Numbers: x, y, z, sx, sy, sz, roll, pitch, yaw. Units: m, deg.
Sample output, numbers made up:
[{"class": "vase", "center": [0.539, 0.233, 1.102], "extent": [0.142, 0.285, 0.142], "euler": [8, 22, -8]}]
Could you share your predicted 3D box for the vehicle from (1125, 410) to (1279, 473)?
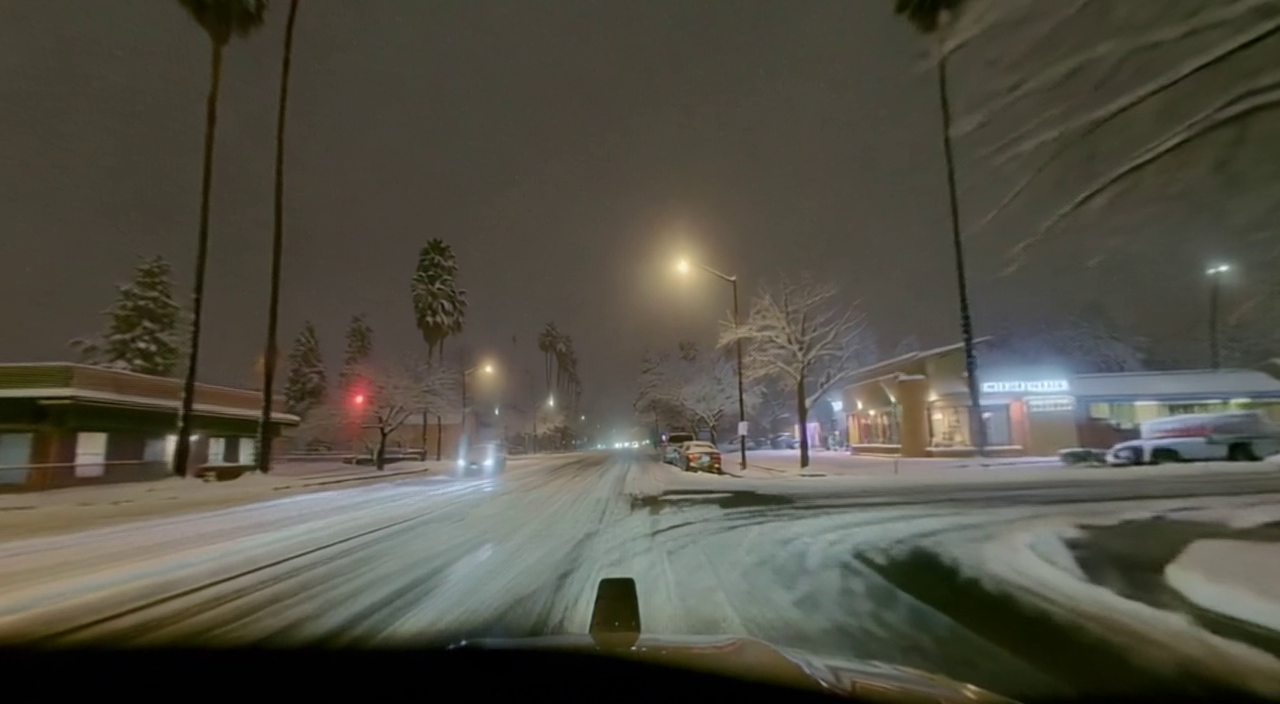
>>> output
[{"class": "vehicle", "center": [20.263, 3.080, 21.720], "extent": [5.214, 2.017, 2.220], "euler": [0, -8, 1]}]

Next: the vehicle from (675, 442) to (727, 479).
[{"class": "vehicle", "center": [2.815, 5.136, 30.169], "extent": [2.046, 1.588, 4.508], "euler": [0, -9, 0]}]

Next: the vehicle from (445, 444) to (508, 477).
[{"class": "vehicle", "center": [-7.862, 5.251, 30.739], "extent": [1.923, 1.485, 4.186], "euler": [0, -9, 0]}]

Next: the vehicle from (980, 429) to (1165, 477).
[{"class": "vehicle", "center": [14.674, 3.462, 21.668], "extent": [4.793, 1.537, 2.105], "euler": [0, -8, -1]}]
